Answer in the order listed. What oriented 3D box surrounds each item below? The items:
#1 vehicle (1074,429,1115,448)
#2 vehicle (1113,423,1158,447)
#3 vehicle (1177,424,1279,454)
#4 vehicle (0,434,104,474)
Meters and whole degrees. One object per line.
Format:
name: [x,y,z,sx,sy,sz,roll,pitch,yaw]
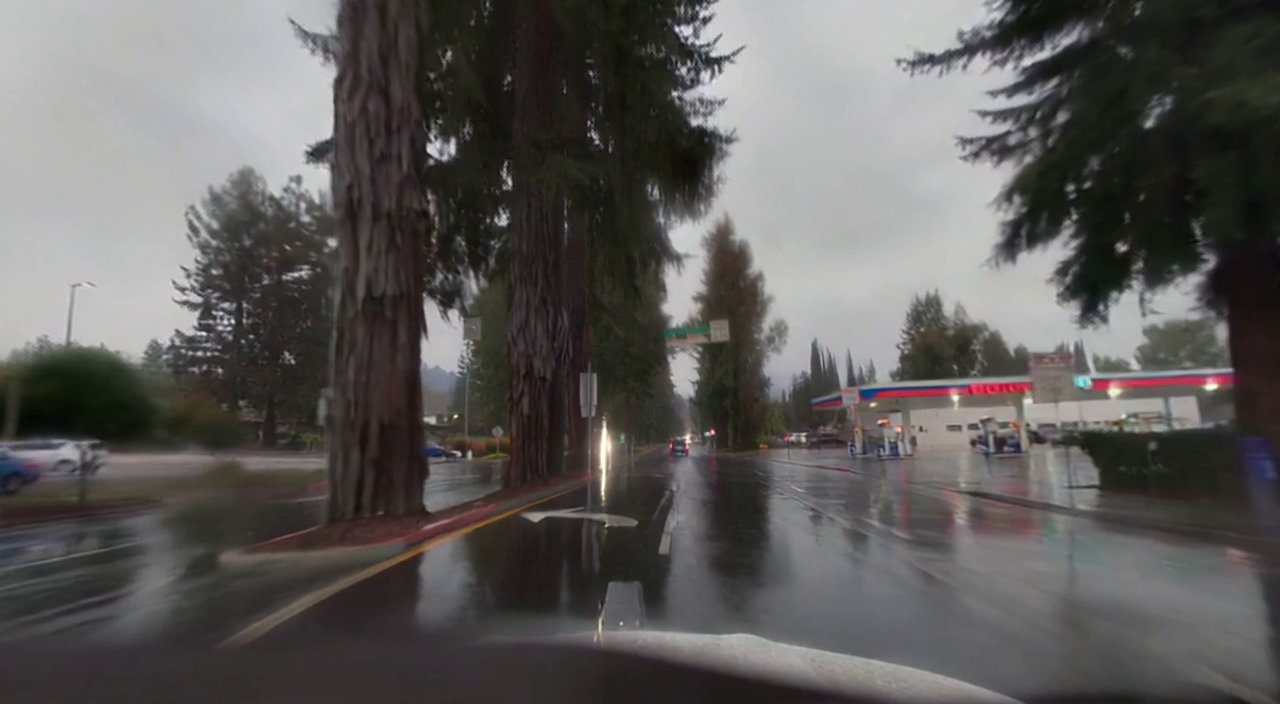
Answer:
vehicle: [34.826,6.635,48.320,3.931,1.422,1.771,8,-12,-44]
vehicle: [36.931,6.193,47.049,3.928,1.684,1.912,8,-12,-43]
vehicle: [30.493,4.444,32.159,1.885,1.446,4.469,7,-11,-41]
vehicle: [-31.586,5.384,33.475,4.847,1.872,2.114,-4,-7,9]
